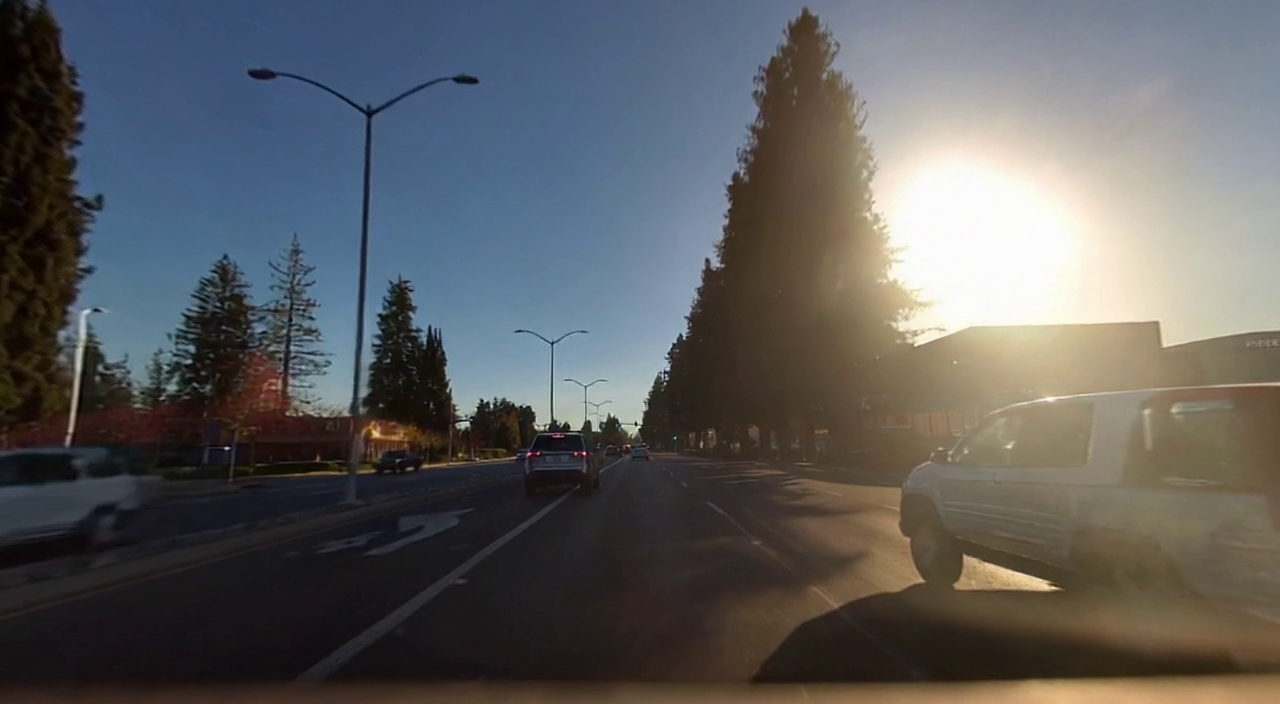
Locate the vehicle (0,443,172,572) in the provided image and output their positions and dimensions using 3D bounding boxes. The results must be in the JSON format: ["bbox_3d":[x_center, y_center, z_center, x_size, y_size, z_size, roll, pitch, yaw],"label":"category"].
[{"bbox_3d":[-8.884,2.038,8.599,2.001,1.579,3.930,0,-8,0],"label":"vehicle"}]

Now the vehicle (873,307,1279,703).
[{"bbox_3d":[3.485,0.953,3.914,2.238,1.767,4.563,0,-8,-1],"label":"vehicle"}]

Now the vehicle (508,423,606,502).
[{"bbox_3d":[-2.111,3.004,17.644,2.300,1.870,4.936,0,-8,-3],"label":"vehicle"}]

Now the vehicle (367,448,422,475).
[{"bbox_3d":[-17.016,7.592,44.024,2.060,1.769,4.385,0,-8,0],"label":"vehicle"}]
